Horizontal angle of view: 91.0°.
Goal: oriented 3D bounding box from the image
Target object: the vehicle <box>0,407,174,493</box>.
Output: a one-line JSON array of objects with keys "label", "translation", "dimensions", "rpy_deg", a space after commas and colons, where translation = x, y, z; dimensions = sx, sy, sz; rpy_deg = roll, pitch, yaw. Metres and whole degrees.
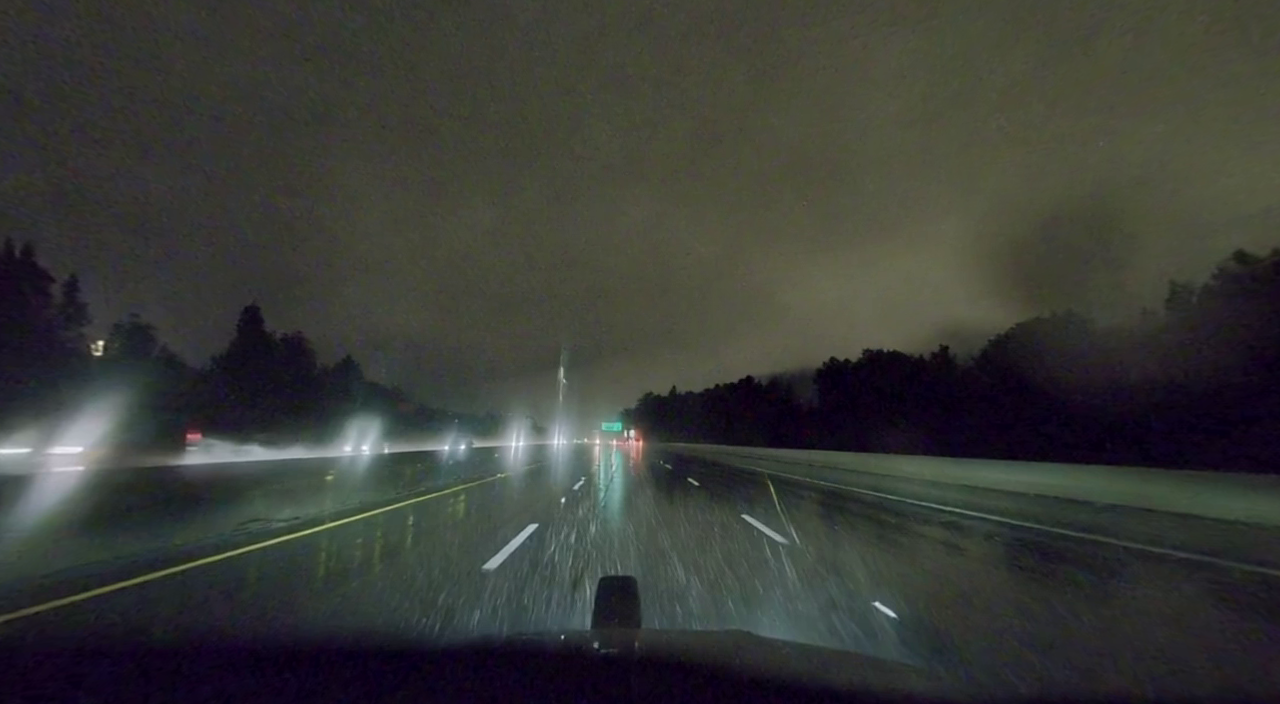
[{"label": "vehicle", "translation": [-15.984, 2.682, 17.389], "dimensions": [2.107, 1.988, 5.424], "rpy_deg": [0, -8, -1]}]
